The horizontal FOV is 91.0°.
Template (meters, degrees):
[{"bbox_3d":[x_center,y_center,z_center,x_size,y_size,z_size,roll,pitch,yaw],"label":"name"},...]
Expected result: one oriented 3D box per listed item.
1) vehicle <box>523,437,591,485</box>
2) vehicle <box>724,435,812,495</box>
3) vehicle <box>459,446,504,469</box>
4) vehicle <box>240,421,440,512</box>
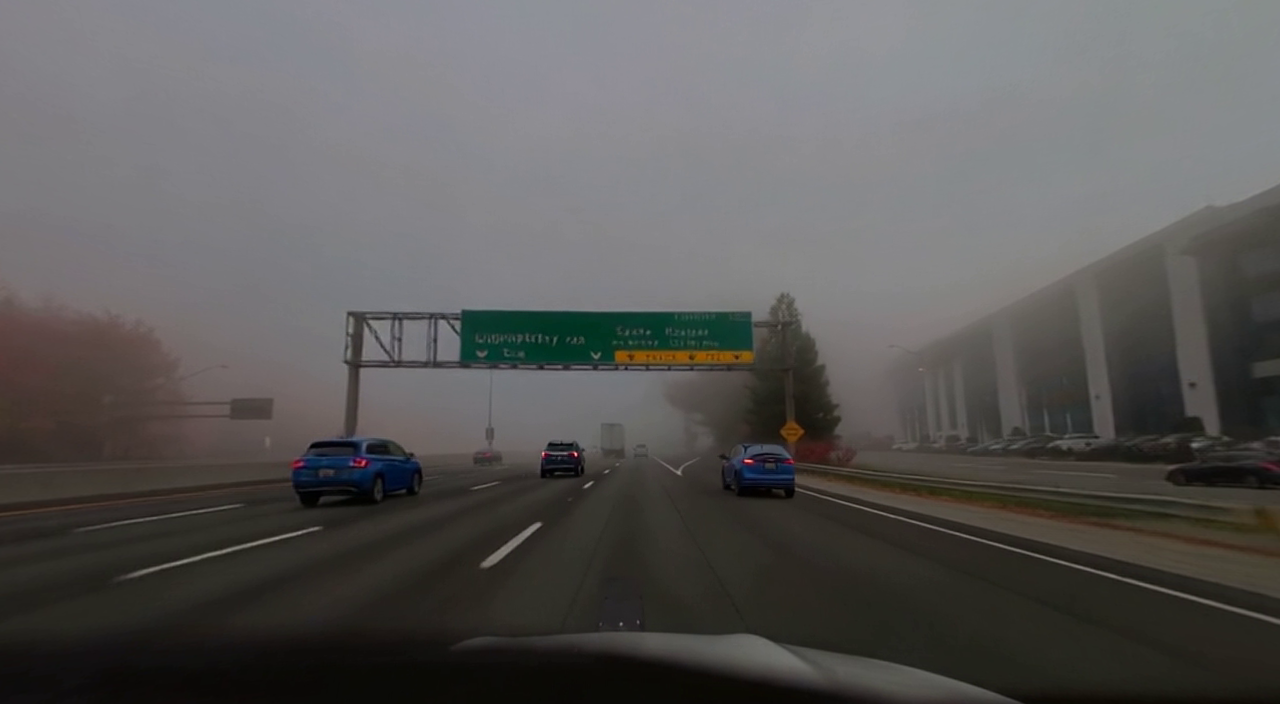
[{"bbox_3d":[-3.258,4.378,25.638,2.111,1.742,4.315,0,-9,1],"label":"vehicle"},{"bbox_3d":[4.091,3.697,20.991,2.101,1.742,4.495,0,-9,2],"label":"vehicle"},{"bbox_3d":[-10.889,7.264,43.524,1.919,1.509,4.265,0,-9,1],"label":"vehicle"},{"bbox_3d":[-7.070,2.787,15.762,2.314,1.842,5.279,0,-9,1],"label":"vehicle"}]
